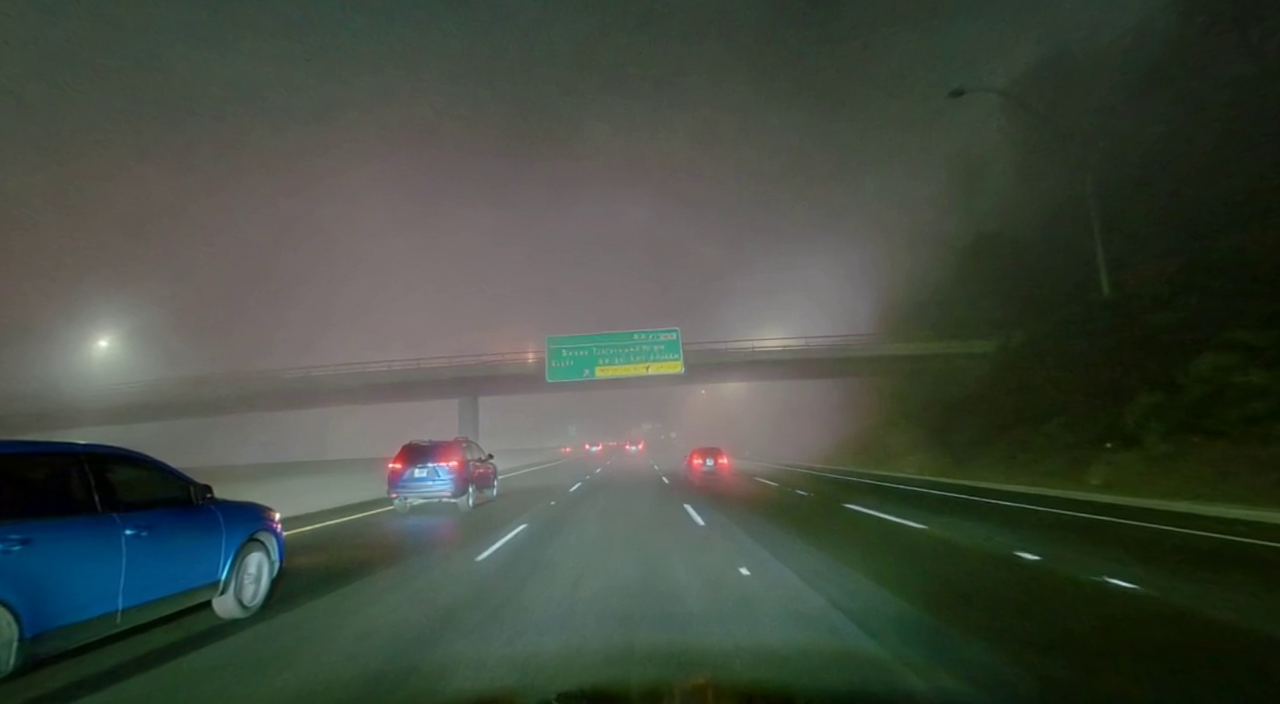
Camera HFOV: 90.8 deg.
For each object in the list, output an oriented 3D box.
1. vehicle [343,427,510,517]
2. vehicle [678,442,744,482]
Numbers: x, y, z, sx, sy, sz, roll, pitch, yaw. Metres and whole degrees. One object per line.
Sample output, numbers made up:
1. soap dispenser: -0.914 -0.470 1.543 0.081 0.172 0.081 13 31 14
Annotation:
1. vehicle: -4.377 2.515 13.761 2.193 1.641 4.077 0 -8 0
2. vehicle: 2.793 4.428 25.803 2.083 1.453 4.307 0 -8 -1
